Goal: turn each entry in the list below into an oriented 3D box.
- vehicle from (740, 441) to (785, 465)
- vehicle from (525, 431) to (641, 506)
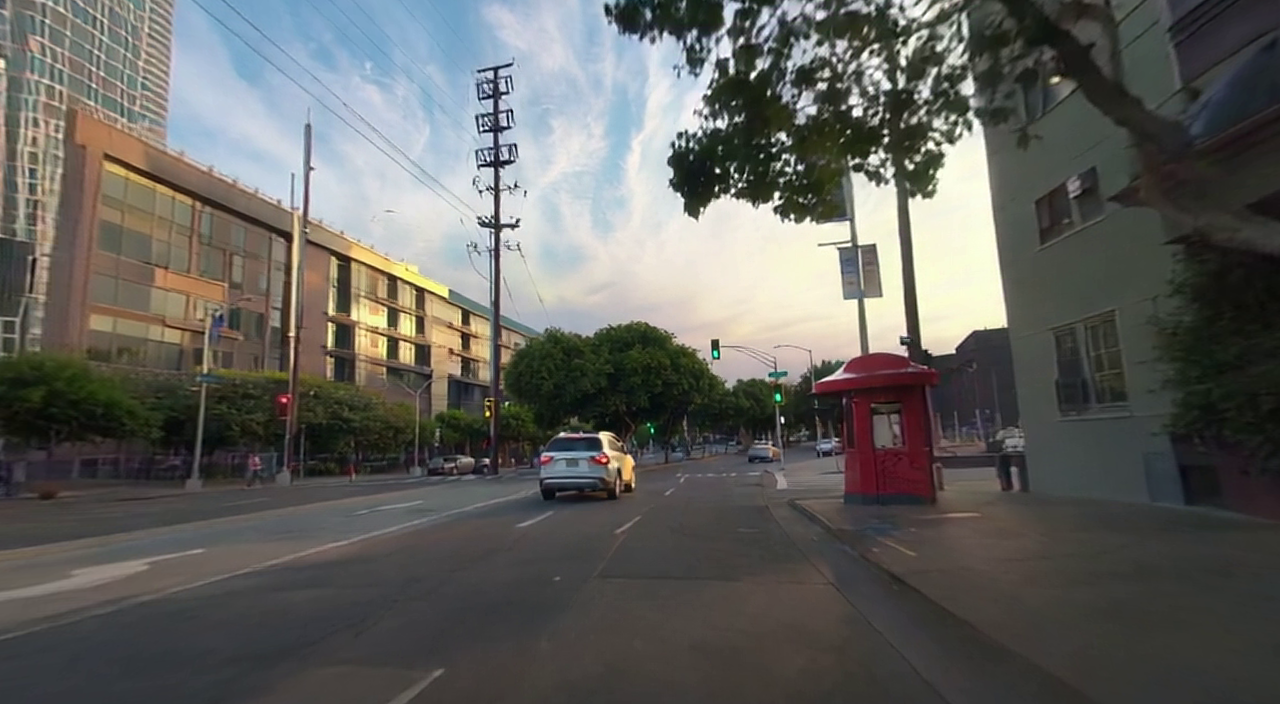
[{"bbox_3d":[8.187,6.680,42.002,2.006,1.470,4.099,-4,-9,23],"label":"vehicle"},{"bbox_3d":[-1.336,3.049,17.007,2.101,1.721,4.364,-1,-9,9],"label":"vehicle"}]
